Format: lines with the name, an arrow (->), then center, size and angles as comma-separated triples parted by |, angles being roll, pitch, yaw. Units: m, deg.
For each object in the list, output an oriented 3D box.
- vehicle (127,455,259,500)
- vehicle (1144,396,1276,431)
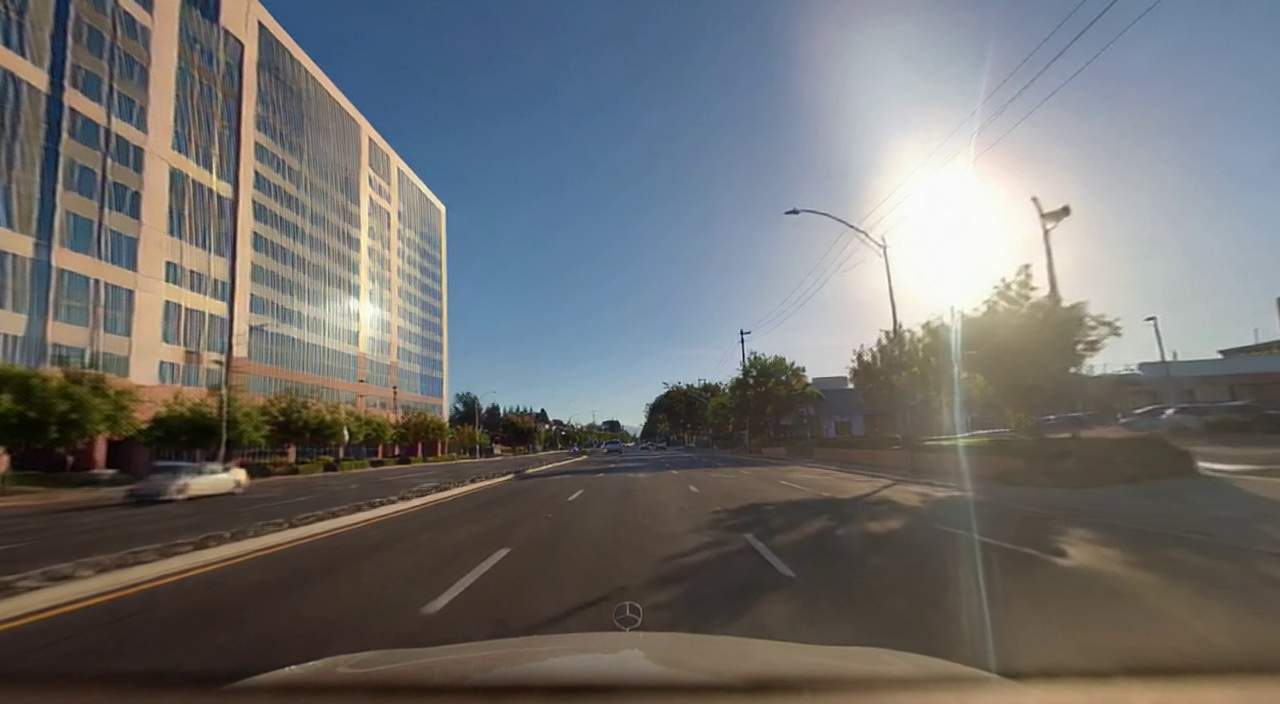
vehicle -> -17.323, 4.857, 24.642 | 1.961, 1.525, 4.332 | 0, -8, 0
vehicle -> 30.170, 3.342, 33.427 | 1.979, 1.592, 4.711 | 4, -9, -24
